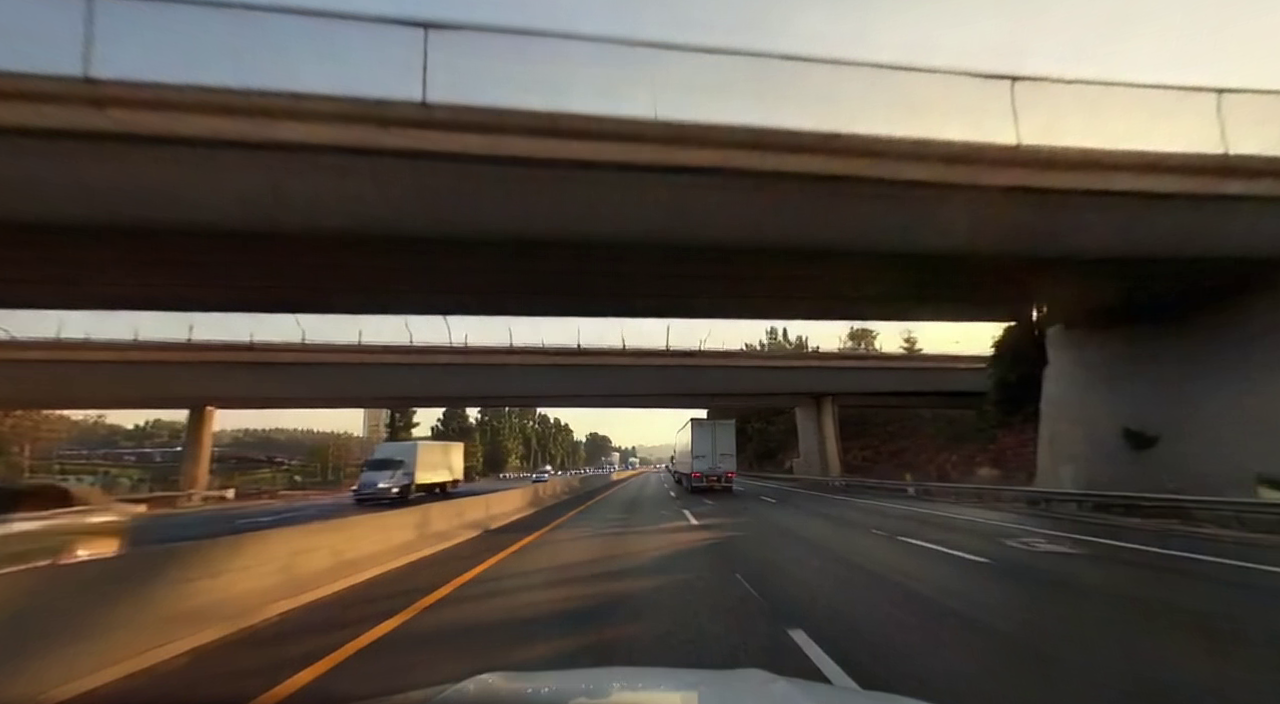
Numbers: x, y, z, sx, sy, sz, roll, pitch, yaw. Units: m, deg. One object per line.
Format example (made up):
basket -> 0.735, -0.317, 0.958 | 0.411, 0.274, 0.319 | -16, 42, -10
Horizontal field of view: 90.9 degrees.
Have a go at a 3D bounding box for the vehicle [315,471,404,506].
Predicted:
vehicle -> -13.095, 6.378, 29.788 | 2.019, 1.441, 4.718 | 1, -10, 1

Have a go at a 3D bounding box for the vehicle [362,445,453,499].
vehicle -> -13.065, 6.863, 36.071 | 2.621, 2.742, 6.186 | 0, -11, 1

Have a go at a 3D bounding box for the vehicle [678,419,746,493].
vehicle -> 4.299, 6.777, 40.400 | 3.054, 4.005, 11.895 | 1, -10, 0
